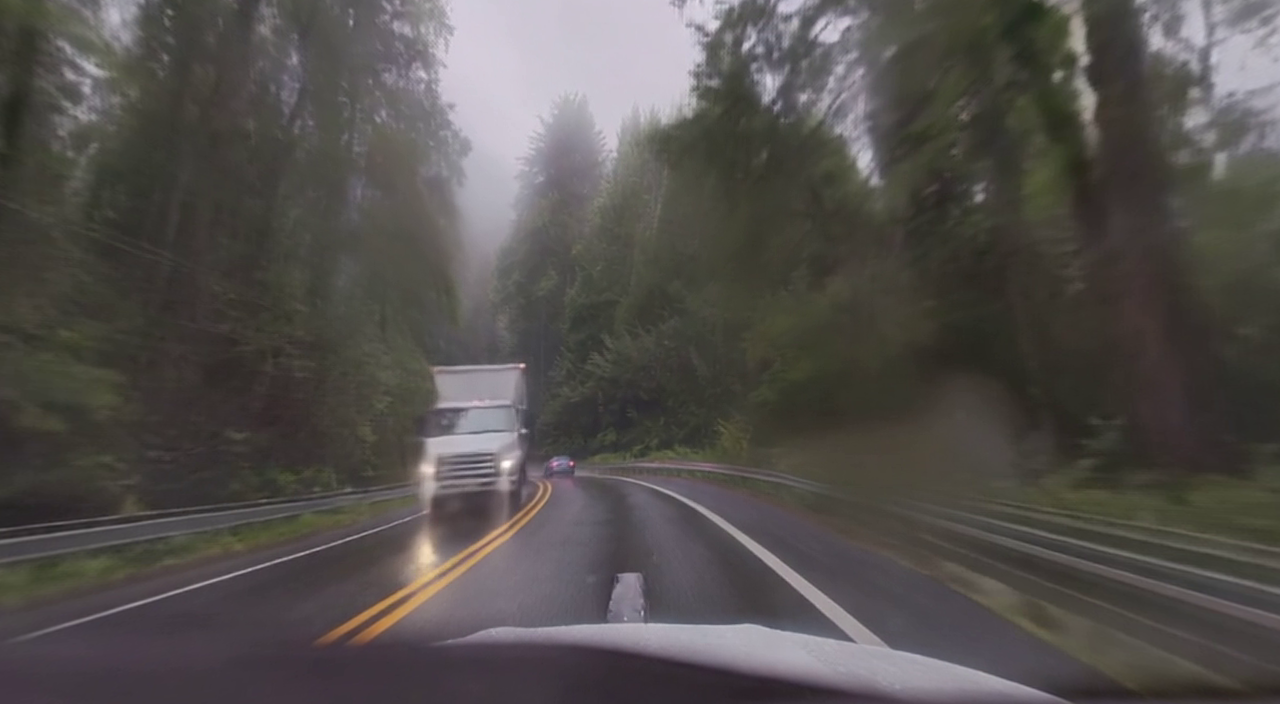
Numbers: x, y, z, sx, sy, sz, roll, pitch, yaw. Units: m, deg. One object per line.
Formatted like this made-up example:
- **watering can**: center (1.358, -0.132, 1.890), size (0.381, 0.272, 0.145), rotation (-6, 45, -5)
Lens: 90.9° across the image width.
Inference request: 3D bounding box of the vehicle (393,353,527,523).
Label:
- **vehicle**: center (-5.623, 3.015, 21.972), size (2.999, 4.301, 11.457), rotation (1, -9, -9)

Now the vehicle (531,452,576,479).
- **vehicle**: center (-5.369, 6.916, 38.717), size (2.120, 1.491, 4.349), rotation (2, -9, -16)
